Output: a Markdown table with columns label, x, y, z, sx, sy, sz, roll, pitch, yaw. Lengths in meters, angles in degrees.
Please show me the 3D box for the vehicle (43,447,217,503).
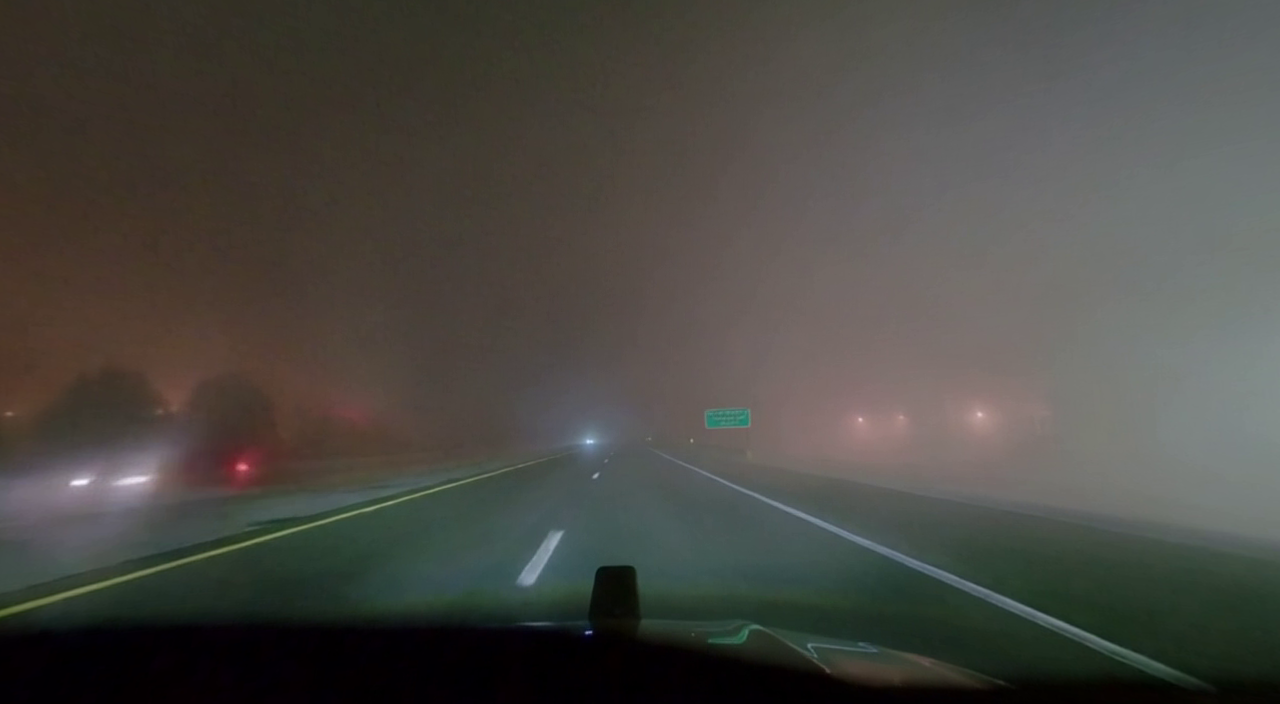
| label | x | y | z | sx | sy | sz | roll | pitch | yaw |
| --- | --- | --- | --- | --- | --- | --- | --- | --- | --- |
| vehicle | -15.520 | 3.730 | 19.576 | 1.815 | 1.440 | 4.431 | 0 | -8 | -2 |
